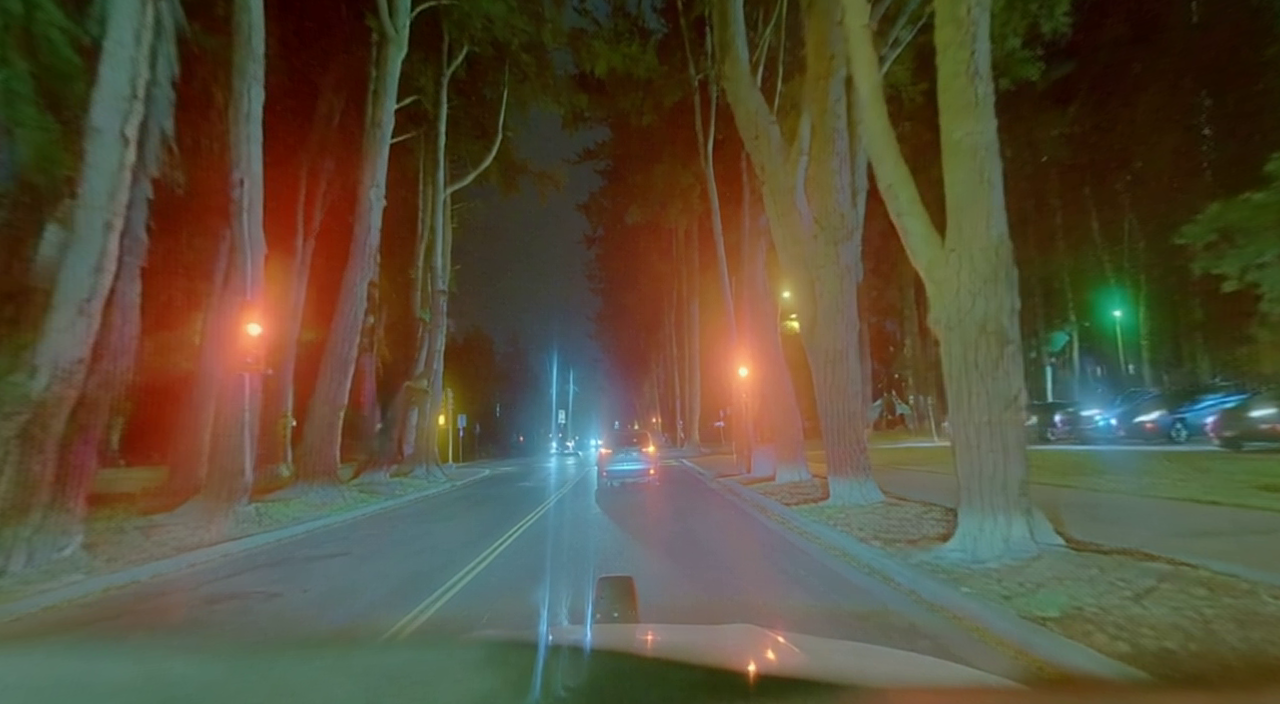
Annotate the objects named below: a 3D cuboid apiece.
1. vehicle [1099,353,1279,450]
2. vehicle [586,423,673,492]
[{"bbox_3d":[12.743,1.080,13.258,4.350,1.867,2.091,-1,-7,6],"label":"vehicle"},{"bbox_3d":[-0.242,2.876,17.495,2.142,1.686,3.816,0,-8,1],"label":"vehicle"}]
